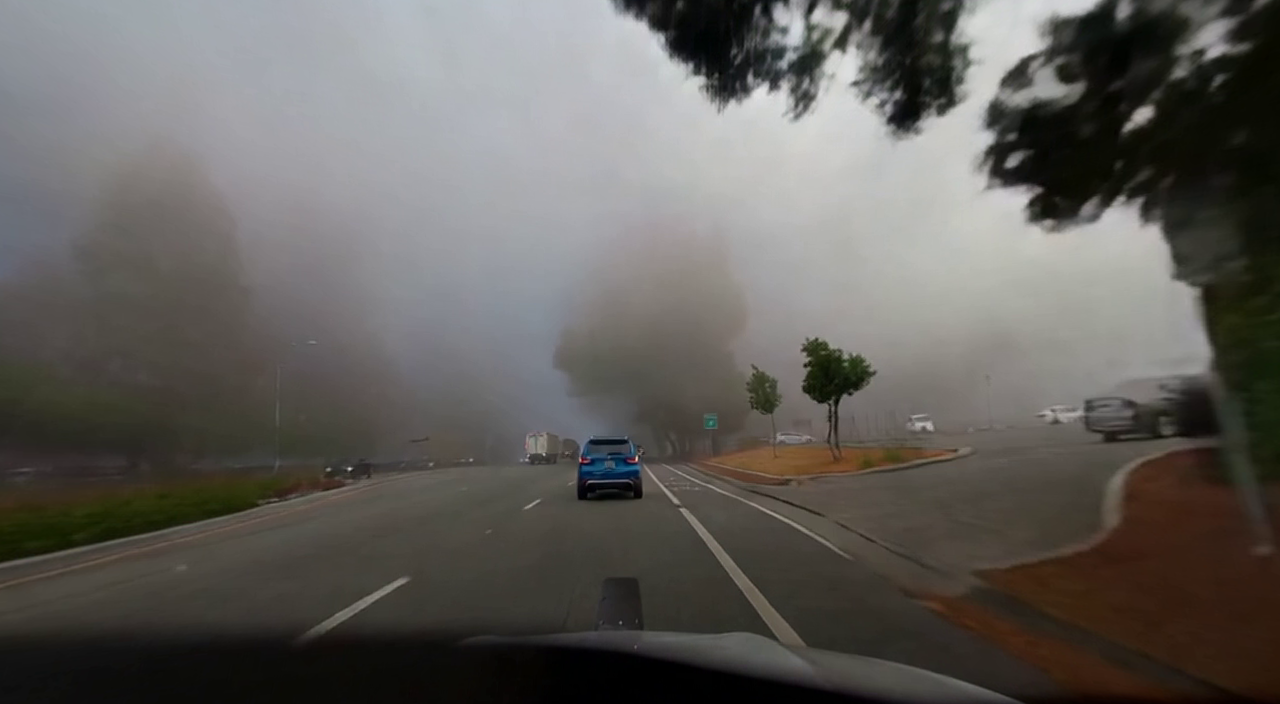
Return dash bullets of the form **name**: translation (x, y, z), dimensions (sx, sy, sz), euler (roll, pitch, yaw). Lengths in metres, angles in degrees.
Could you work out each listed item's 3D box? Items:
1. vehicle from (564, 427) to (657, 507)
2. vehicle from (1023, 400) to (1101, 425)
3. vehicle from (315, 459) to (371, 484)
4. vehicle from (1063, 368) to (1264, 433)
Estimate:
- **vehicle**: translation (-0.722, 2.960, 16.639), dimensions (2.131, 1.761, 4.242), euler (-1, -9, -1)
- **vehicle**: translation (32.371, 4.700, 48.584), dimensions (1.851, 1.595, 4.463), euler (3, -10, -28)
- **vehicle**: translation (-20.034, 8.043, 42.773), dimensions (1.945, 1.444, 4.406), euler (0, -9, -4)
- **vehicle**: translation (13.286, 1.284, 16.206), dimensions (3.652, 1.481, 1.632), euler (-1, -8, -1)
